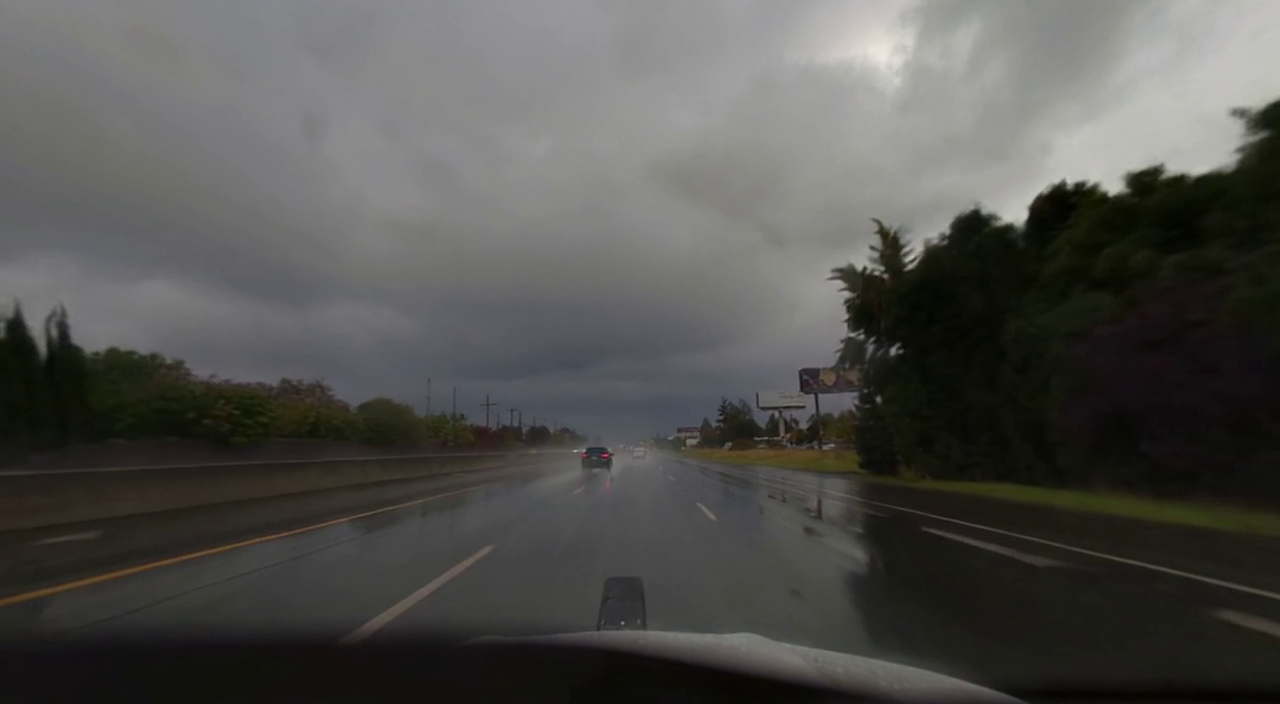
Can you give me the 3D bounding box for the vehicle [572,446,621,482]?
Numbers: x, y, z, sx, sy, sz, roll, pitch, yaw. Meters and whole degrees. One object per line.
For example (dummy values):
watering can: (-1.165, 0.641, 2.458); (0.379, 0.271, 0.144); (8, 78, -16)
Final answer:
vehicle: (-1.875, 5.014, 28.468); (1.916, 1.494, 4.335); (0, -9, 0)
